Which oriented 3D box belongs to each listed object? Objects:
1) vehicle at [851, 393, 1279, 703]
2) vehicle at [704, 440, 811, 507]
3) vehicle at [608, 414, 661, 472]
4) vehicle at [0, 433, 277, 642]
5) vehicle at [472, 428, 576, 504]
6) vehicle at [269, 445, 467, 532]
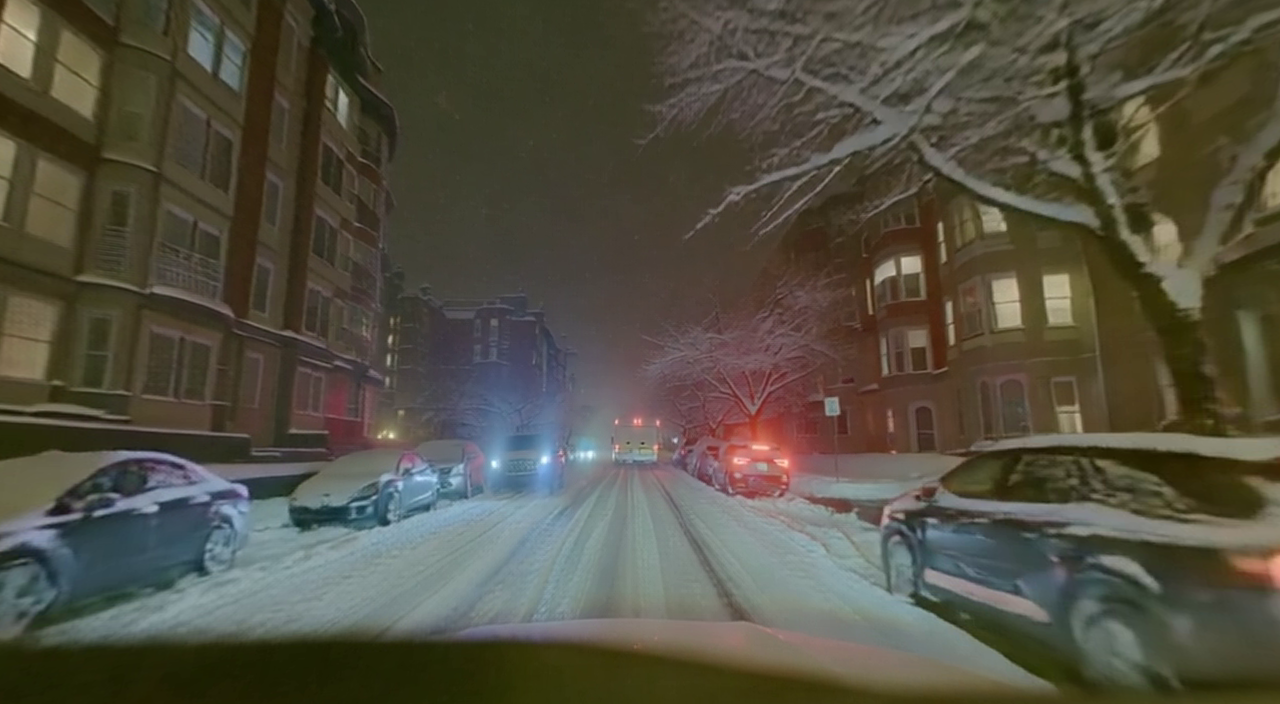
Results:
[{"bbox_3d":[3.317,1.313,4.224,2.155,1.553,4.738,4,-9,-1],"label":"vehicle"},{"bbox_3d":[3.271,3.455,18.453,2.035,1.549,4.373,5,-9,-2],"label":"vehicle"},{"bbox_3d":[-0.417,5.350,36.959,2.754,3.008,7.730,0,-8,-2],"label":"vehicle"},{"bbox_3d":[-5.671,1.615,5.970,1.903,1.506,4.622,-4,-8,-2],"label":"vehicle"},{"bbox_3d":[-2.985,3.033,17.224,2.029,1.802,4.229,0,-8,0],"label":"vehicle"},{"bbox_3d":[-5.326,2.704,13.235,2.047,1.471,4.647,0,-8,0],"label":"vehicle"}]
